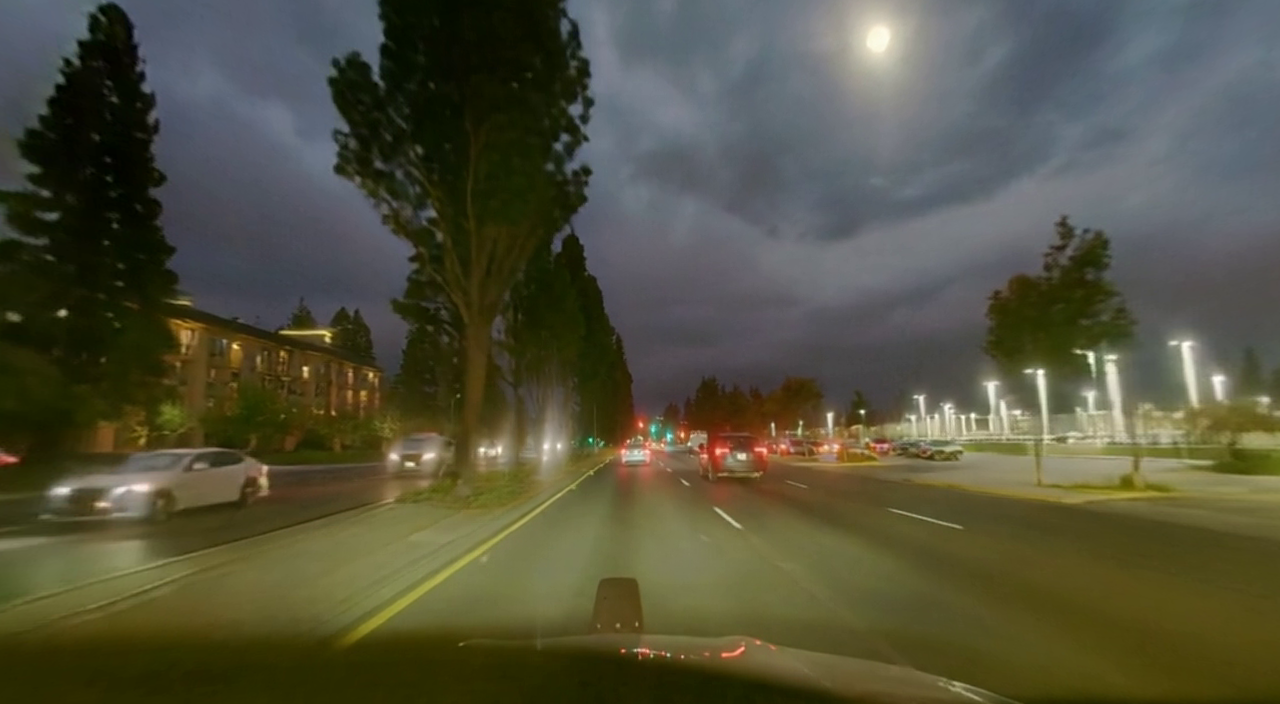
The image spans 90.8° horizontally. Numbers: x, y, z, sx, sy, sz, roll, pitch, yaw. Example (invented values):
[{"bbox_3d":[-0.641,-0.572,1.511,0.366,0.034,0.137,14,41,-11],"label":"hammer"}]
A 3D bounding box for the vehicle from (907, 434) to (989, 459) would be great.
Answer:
[{"bbox_3d":[20.595,6.340,42.369,4.475,1.592,1.841,0,-9,-1],"label":"vehicle"}]

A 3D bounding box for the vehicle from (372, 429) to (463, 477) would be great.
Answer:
[{"bbox_3d":[-9.429,4.345,27.316,2.165,1.863,4.880,0,-9,0],"label":"vehicle"}]

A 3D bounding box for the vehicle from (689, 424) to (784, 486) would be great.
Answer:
[{"bbox_3d":[3.051,3.410,21.144,2.235,1.806,4.818,0,-9,-2],"label":"vehicle"}]

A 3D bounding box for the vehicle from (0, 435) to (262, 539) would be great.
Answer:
[{"bbox_3d":[-9.011,2.249,11.183,1.938,1.464,4.340,0,-9,0],"label":"vehicle"}]

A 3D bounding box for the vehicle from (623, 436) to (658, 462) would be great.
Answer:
[{"bbox_3d":[0.010,6.236,40.622,2.145,1.572,4.021,0,-9,-1],"label":"vehicle"}]
